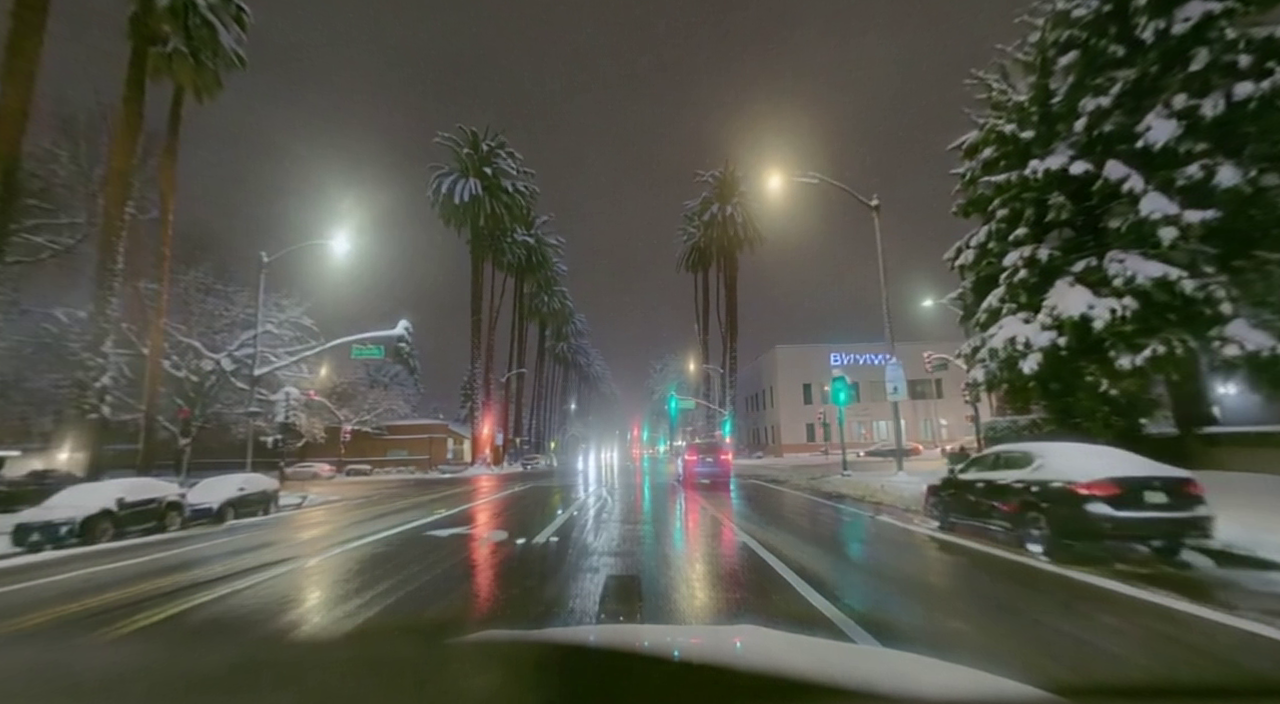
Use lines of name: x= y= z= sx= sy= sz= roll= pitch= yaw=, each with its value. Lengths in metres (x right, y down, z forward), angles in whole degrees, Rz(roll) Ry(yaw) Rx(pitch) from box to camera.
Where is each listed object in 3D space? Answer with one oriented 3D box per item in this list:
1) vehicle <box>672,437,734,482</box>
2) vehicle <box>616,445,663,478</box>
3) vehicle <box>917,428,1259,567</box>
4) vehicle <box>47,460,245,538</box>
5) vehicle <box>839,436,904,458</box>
vehicle: x=2.529 y=4.467 z=26.470 sx=2.003 sy=1.702 sz=4.288 roll=0 pitch=-9 yaw=-2
vehicle: x=-0.050 y=5.194 z=30.191 sx=2.088 sy=1.452 sz=3.993 roll=0 pitch=-8 yaw=-1
vehicle: x=6.346 y=2.071 z=9.788 sx=2.157 sy=1.640 sz=4.228 roll=0 pitch=-9 yaw=0
vehicle: x=-12.744 y=3.826 z=16.735 sx=1.949 sy=1.682 sz=4.094 roll=-3 pitch=-12 yaw=-1
vehicle: x=18.097 y=7.433 z=49.443 sx=4.277 sy=1.665 sz=2.006 roll=0 pitch=-9 yaw=-1
